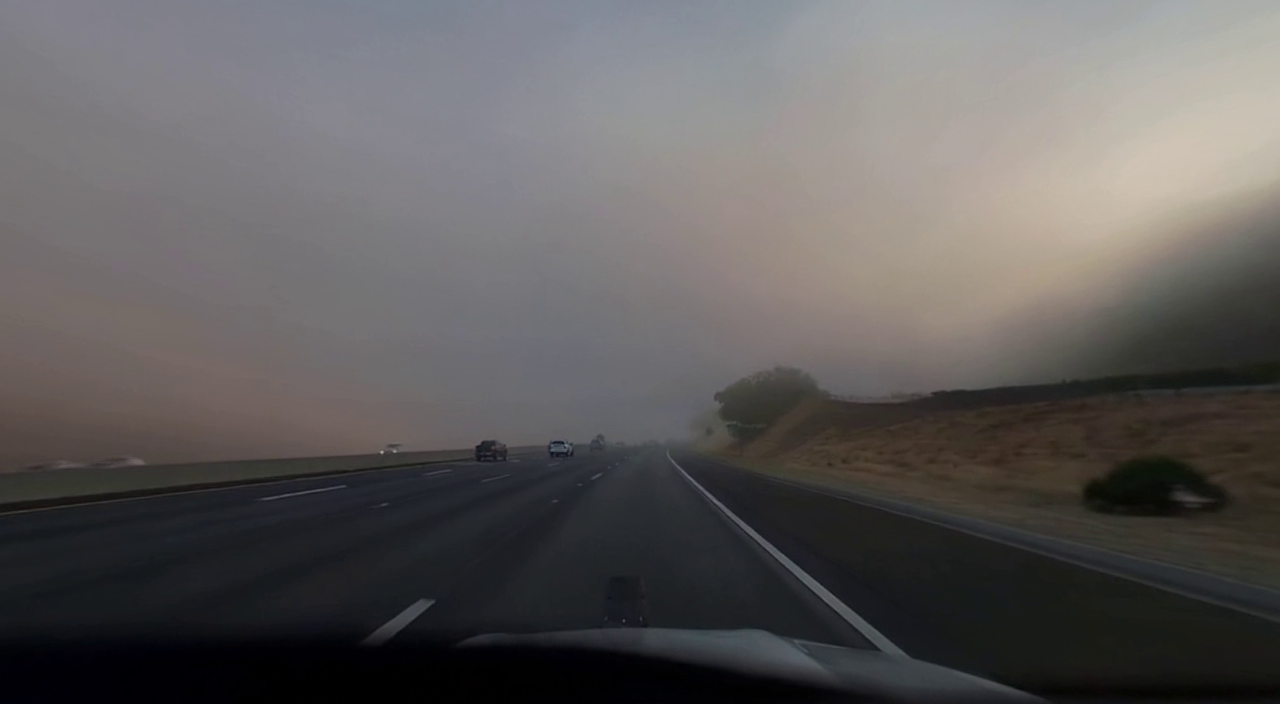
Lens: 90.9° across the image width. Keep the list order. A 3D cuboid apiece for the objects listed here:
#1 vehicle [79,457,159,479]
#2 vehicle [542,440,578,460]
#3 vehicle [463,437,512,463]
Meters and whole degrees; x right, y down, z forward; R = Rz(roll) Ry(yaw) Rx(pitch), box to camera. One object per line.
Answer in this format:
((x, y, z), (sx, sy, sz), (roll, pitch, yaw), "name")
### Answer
((-39.598, 8.843, 48.107), (1.958, 1.485, 4.791), (0, -9, 2), "vehicle")
((-6.247, 7.699, 49.595), (2.107, 1.484, 4.449), (0, -9, 2), "vehicle")
((-10.377, 6.718, 43.182), (2.122, 1.695, 4.437), (0, -9, 2), "vehicle")
